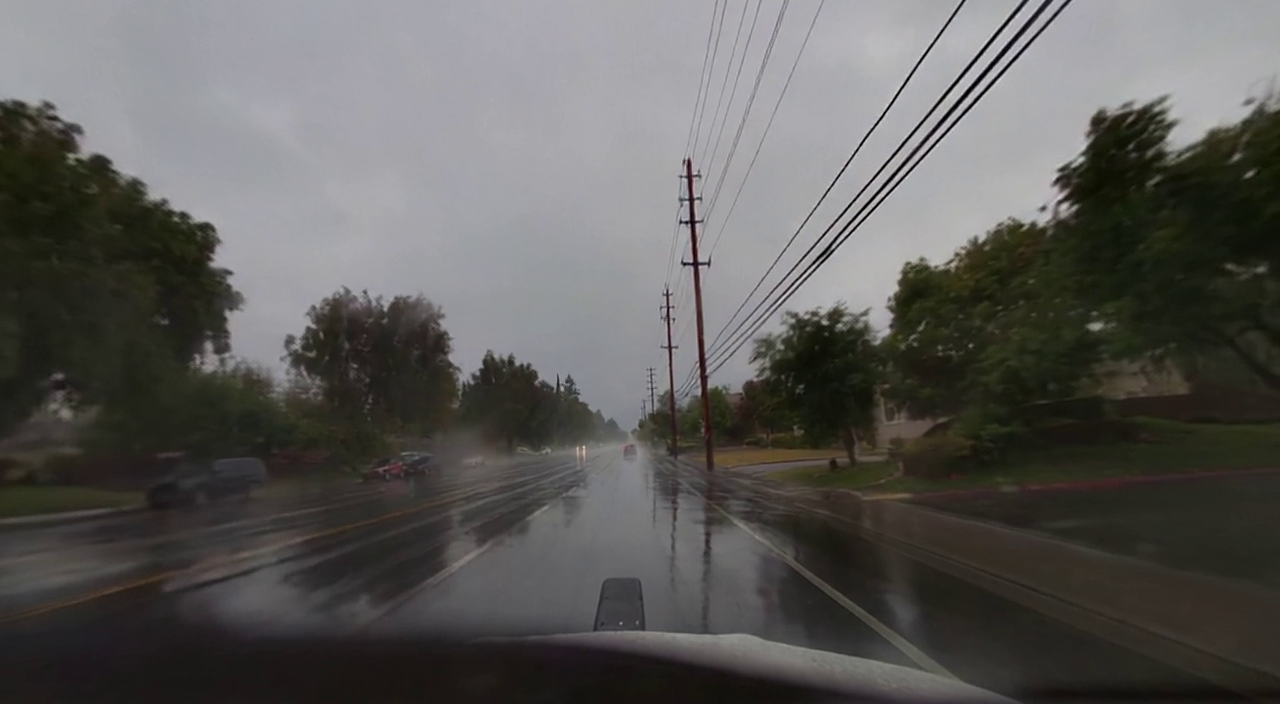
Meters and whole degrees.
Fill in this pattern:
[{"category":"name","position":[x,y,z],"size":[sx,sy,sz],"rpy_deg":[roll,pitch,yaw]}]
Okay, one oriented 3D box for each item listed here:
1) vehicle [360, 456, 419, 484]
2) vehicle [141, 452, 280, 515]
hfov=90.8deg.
[{"category":"vehicle","position":[-16.069,7.578,40.754],"size":[2.031,1.482,4.476],"rpy_deg":[-4,-9,0]},{"category":"vehicle","position":[-15.969,4.837,23.905],"size":[2.071,1.883,4.915],"rpy_deg":[-4,-8,-3]}]
